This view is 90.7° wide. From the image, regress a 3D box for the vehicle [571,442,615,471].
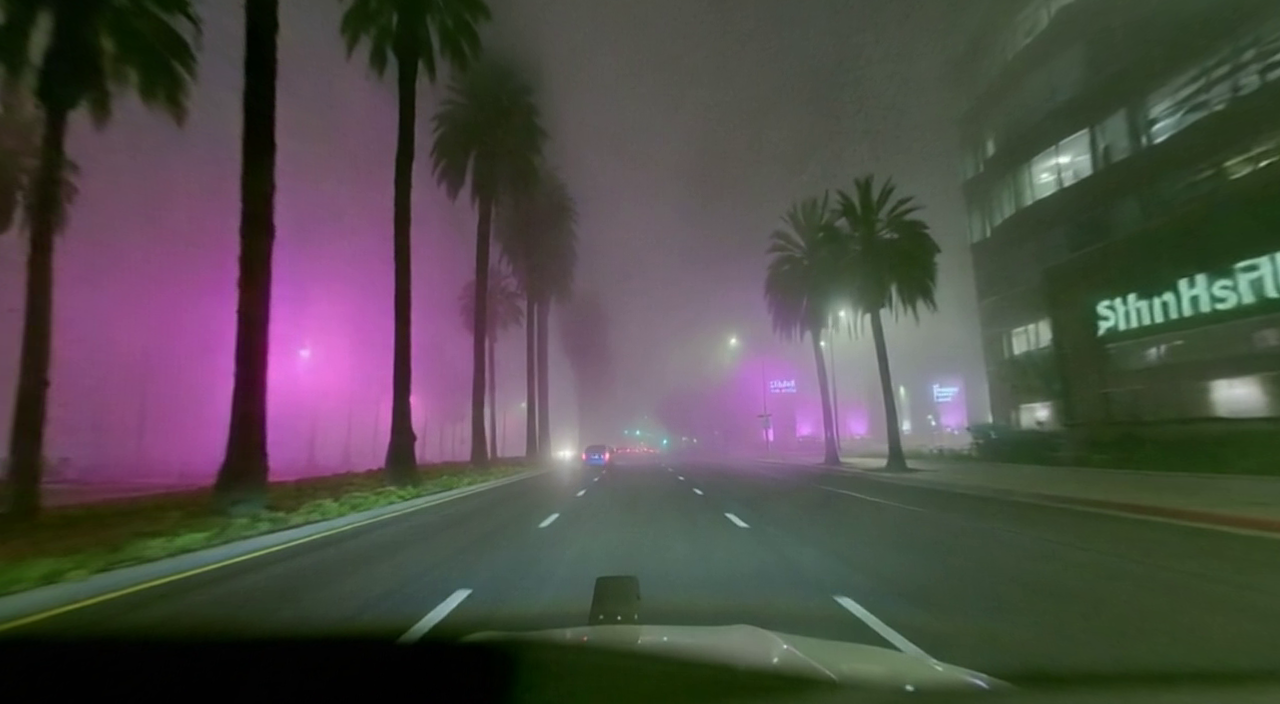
[{"bbox_3d":[-2.796,6.375,38.725,2.160,1.615,4.117,-1,-9,3],"label":"vehicle"}]
